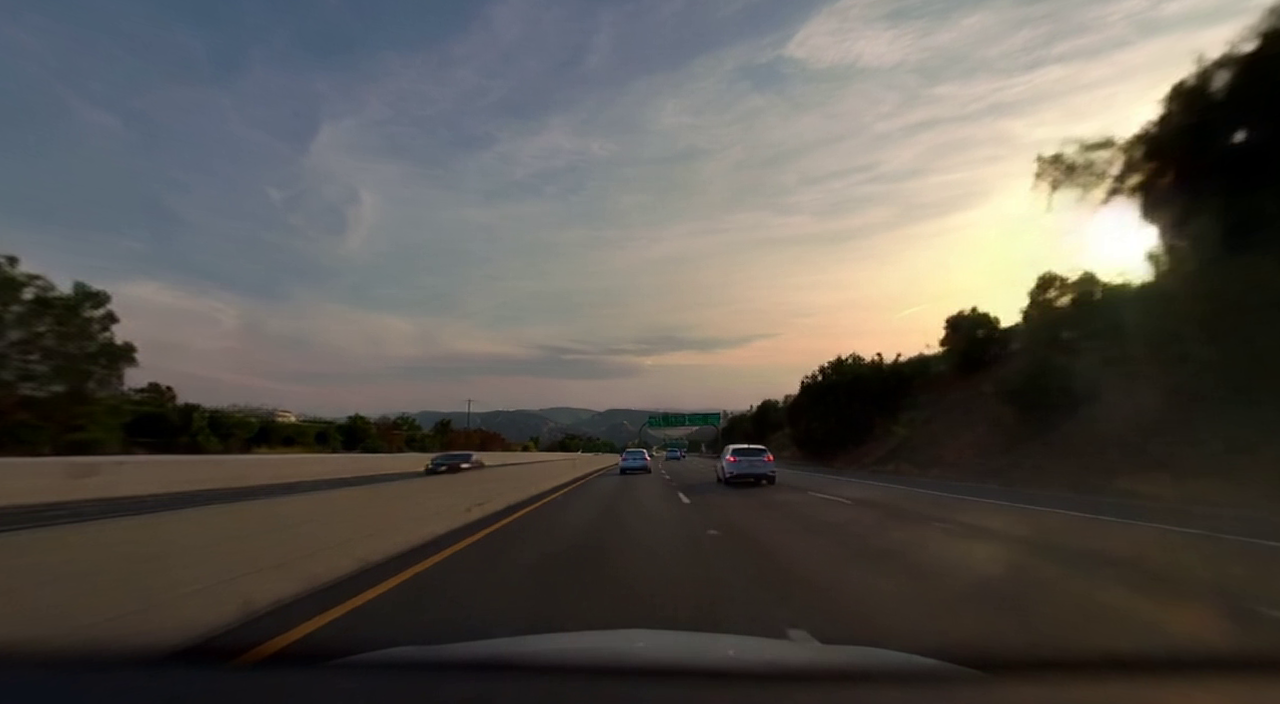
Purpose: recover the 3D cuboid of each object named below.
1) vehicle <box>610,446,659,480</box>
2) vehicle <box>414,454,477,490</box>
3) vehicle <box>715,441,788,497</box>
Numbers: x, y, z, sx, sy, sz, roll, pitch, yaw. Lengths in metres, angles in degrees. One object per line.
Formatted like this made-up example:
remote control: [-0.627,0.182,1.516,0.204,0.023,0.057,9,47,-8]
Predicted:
vehicle: [-0.220,5.603,31.870,2.084,1.594,4.219,-1,-9,5]
vehicle: [-9.478,5.838,30.882,1.950,1.568,4.292,0,-9,-4]
vehicle: [3.492,3.727,20.349,1.969,1.595,3.964,-1,-9,5]
